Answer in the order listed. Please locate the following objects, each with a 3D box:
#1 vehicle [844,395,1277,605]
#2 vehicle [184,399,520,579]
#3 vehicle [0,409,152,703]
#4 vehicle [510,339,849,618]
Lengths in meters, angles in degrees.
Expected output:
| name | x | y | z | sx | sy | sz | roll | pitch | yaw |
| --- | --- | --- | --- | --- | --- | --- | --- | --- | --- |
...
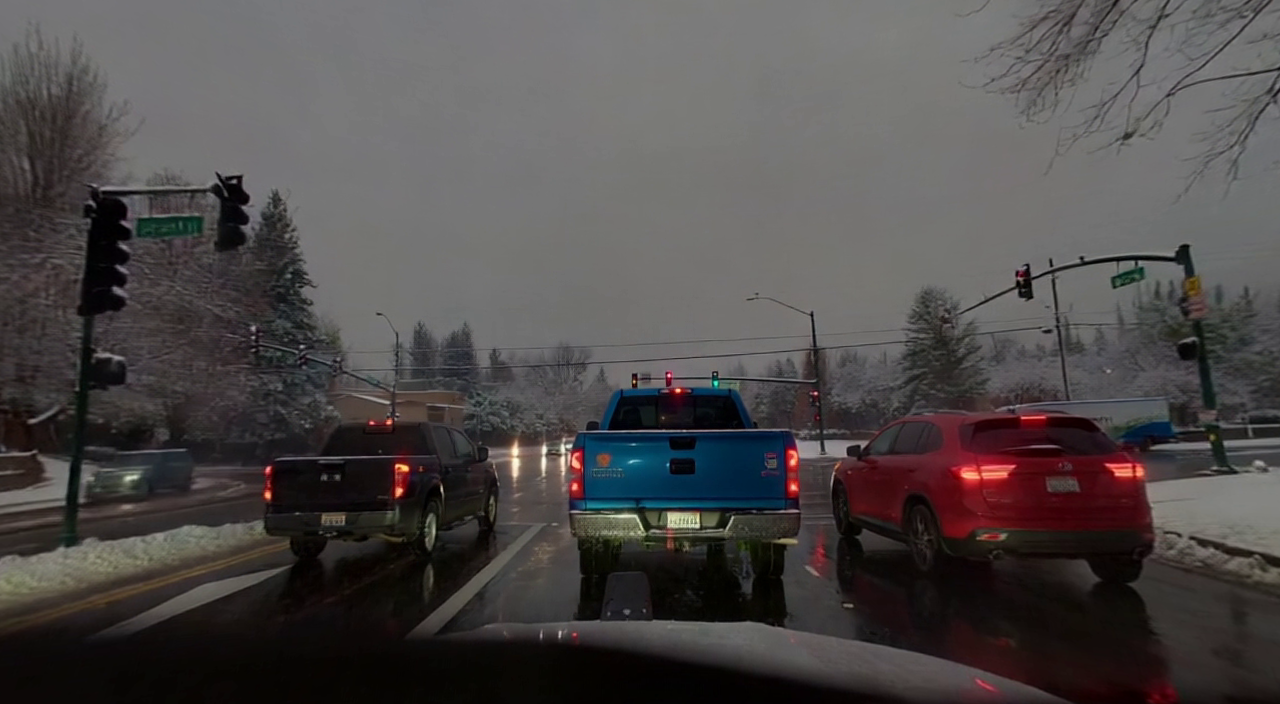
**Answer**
| name | x | y | z | sx | sy | sz | roll | pitch | yaw |
| --- | --- | --- | --- | --- | --- | --- | --- | --- | --- |
| vehicle | 4.041 | 1.487 | 7.191 | 1.984 | 1.659 | 4.226 | 0 | -8 | 0 |
| vehicle | -3.287 | 1.685 | 8.584 | 2.125 | 1.739 | 4.707 | 0 | -8 | 3 |
| vehicle | -3.388 | 0.708 | 0.651 | 1.998 | 1.481 | 4.656 | 0 | -8 | 1 |
| vehicle | 0.331 | 1.279 | 7.165 | 2.505 | 2.084 | 4.768 | 0 | -8 | 1 |
